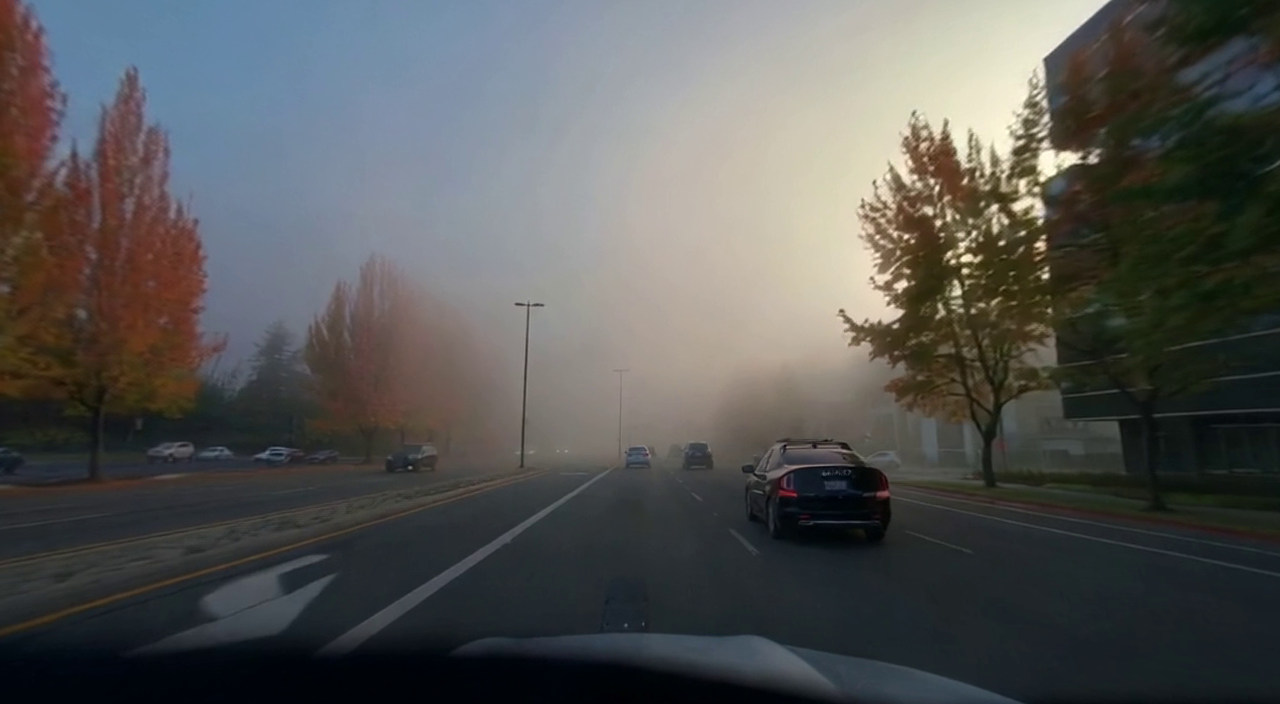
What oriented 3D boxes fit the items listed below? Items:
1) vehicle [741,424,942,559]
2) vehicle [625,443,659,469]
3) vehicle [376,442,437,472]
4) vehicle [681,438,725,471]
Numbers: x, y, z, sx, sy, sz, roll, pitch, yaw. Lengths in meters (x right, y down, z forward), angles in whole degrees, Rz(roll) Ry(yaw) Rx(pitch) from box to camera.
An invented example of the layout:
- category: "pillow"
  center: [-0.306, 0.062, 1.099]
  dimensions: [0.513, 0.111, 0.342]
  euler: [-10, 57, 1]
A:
- category: "vehicle"
  center: [2.839, 2.030, 9.912]
  dimensions: [1.901, 1.634, 3.896]
  euler: [1, -8, 0]
- category: "vehicle"
  center: [0.097, 6.422, 39.082]
  dimensions: [1.991, 1.477, 3.814]
  euler: [-1, -8, 0]
- category: "vehicle"
  center: [-14.662, 6.602, 39.859]
  dimensions: [2.064, 1.697, 4.381]
  euler: [-1, -8, 1]
- category: "vehicle"
  center: [3.791, 6.217, 38.535]
  dimensions: [2.154, 1.844, 4.634]
  euler: [2, -8, -1]
